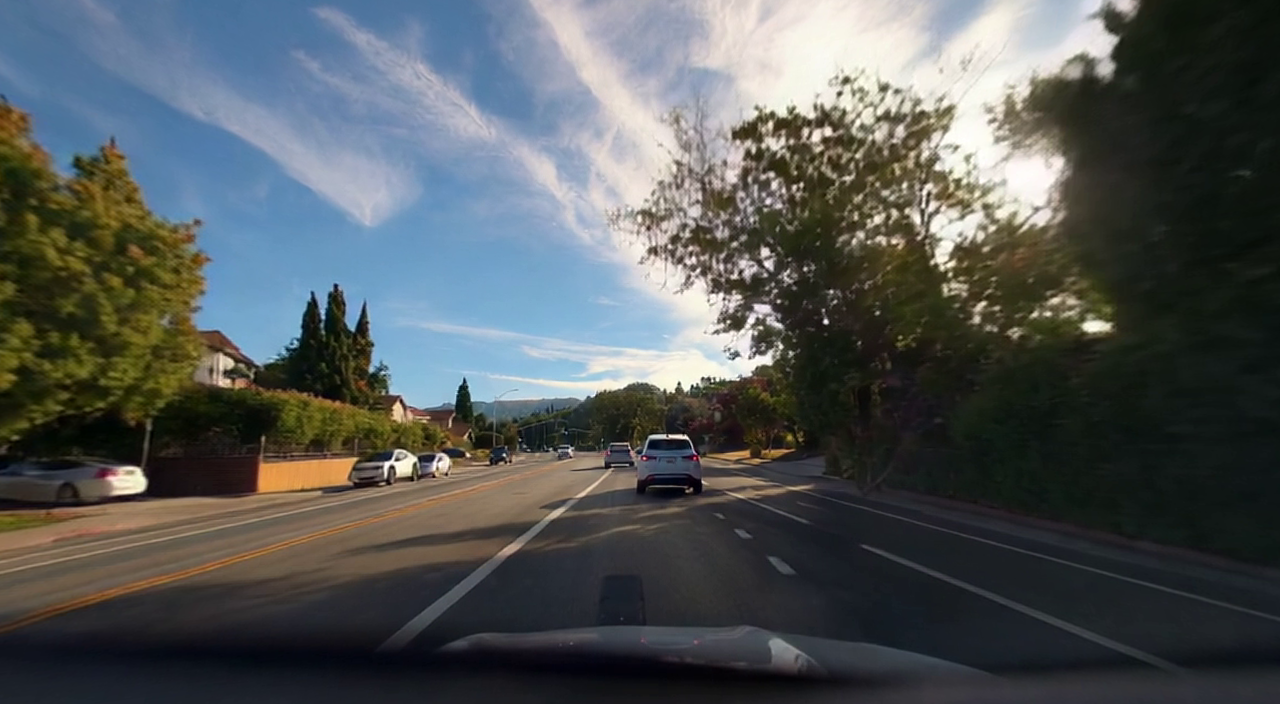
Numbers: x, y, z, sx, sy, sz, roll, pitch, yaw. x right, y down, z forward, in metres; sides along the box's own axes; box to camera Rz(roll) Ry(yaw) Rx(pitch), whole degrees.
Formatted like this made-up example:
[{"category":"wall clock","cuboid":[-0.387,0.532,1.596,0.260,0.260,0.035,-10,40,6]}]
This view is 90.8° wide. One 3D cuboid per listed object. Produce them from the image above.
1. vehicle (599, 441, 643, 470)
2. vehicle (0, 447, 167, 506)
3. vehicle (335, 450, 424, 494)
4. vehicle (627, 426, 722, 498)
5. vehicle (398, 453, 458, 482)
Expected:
[{"category":"vehicle","cuboid":[-1.054,5.545,33.940,2.196,1.449,4.006,0,-8,-3]},{"category":"vehicle","cuboid":[-20.681,4.336,22.246,6.011,1.909,2.279,1,-9,-4]},{"category":"vehicle","cuboid":[-12.339,5.672,30.333,2.150,1.644,5.120,-6,-8,-2]},{"category":"vehicle","cuboid":[0.808,3.049,17.959,2.200,1.763,4.676,0,-8,-3]},{"category":"vehicle","cuboid":[-12.071,6.565,36.256,1.831,1.464,4.520,0,-8,1]}]
